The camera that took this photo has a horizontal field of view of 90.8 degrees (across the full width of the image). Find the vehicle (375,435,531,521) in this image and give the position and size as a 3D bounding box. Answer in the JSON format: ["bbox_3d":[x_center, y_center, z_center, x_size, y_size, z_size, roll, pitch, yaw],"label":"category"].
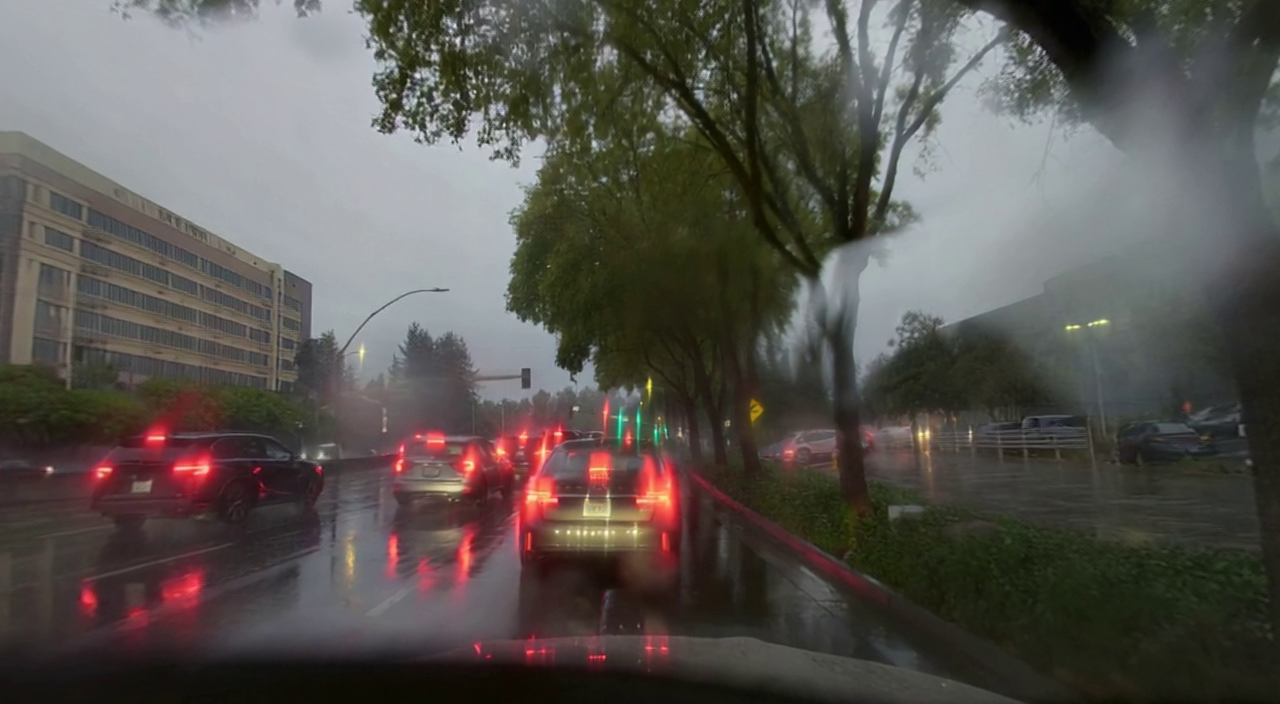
[{"bbox_3d":[-3.774,2.609,13.697,1.913,1.521,4.539,0,-9,1],"label":"vehicle"}]

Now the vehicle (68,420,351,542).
[{"bbox_3d":[-7.347,2.225,11.501,2.068,1.784,4.224,0,-9,1],"label":"vehicle"}]

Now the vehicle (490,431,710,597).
[{"bbox_3d":[-0.384,1.828,7.999,2.066,1.544,3.954,0,-9,0],"label":"vehicle"}]
